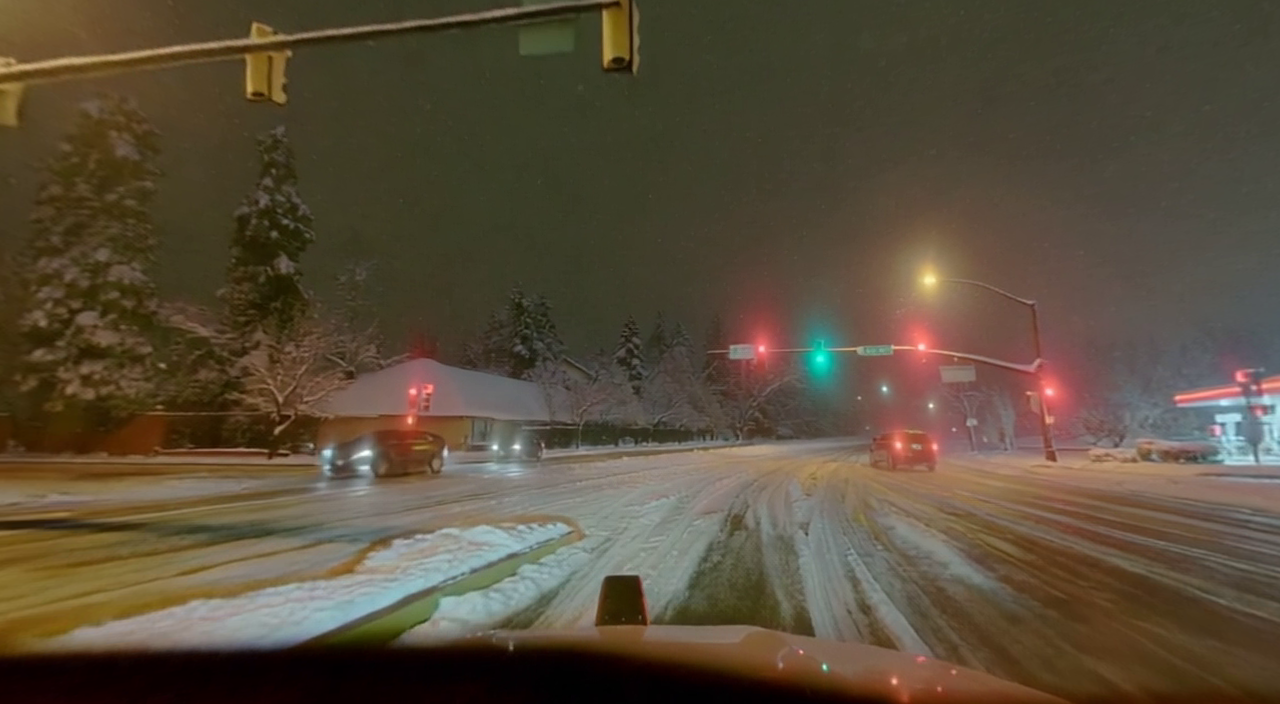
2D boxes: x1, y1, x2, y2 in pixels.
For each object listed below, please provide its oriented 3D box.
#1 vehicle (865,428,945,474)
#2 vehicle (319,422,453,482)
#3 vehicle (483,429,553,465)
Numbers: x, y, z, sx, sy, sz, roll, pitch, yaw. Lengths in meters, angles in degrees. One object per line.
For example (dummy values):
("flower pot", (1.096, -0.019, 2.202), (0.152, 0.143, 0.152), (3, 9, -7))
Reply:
("vehicle", (10.808, 4.053, 25.929), (2.090, 1.717, 4.063), (-1, -8, 9))
("vehicle", (-8.612, 3.436, 21.829), (2.112, 1.853, 4.516), (-1, -9, 10))
("vehicle", (-6.522, 5.155, 34.160), (2.090, 1.779, 4.697), (-1, -9, 11))
